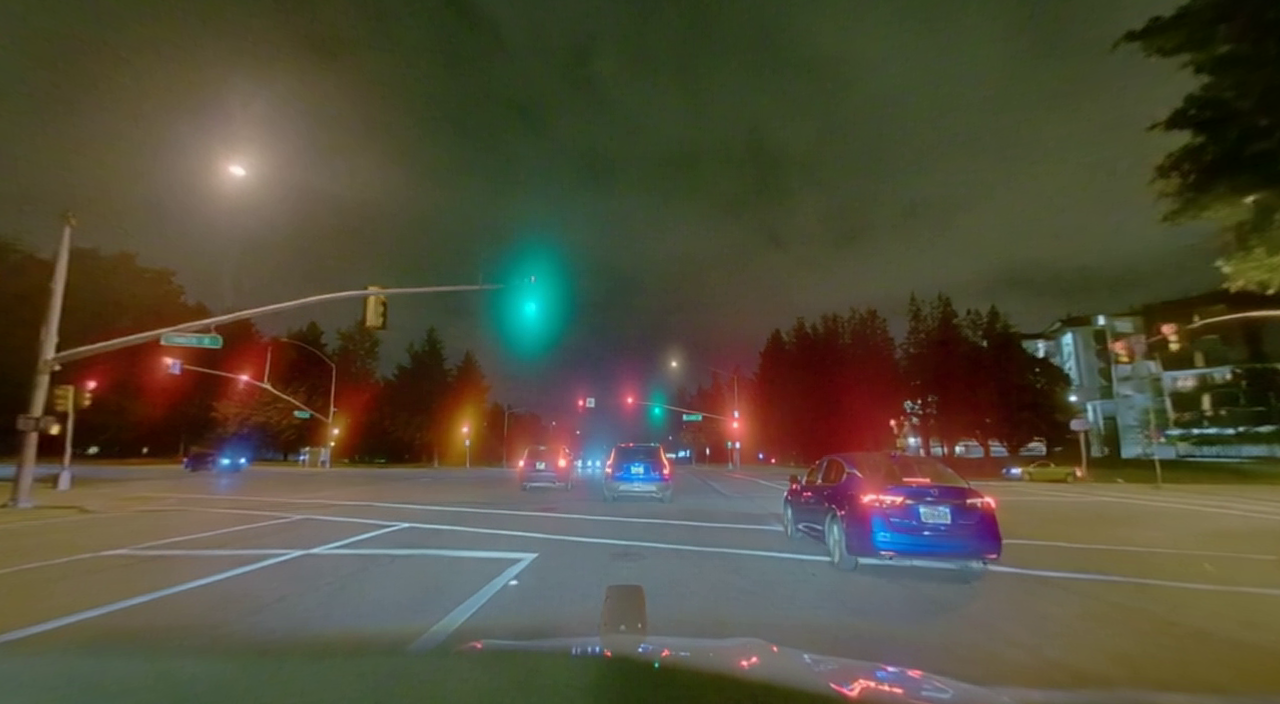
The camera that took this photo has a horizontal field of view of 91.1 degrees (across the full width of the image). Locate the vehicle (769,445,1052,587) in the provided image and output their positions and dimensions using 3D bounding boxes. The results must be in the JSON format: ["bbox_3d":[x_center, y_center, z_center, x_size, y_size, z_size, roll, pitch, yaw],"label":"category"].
[{"bbox_3d":[3.333,2.084,8.955,2.056,1.468,4.520,0,-9,0],"label":"vehicle"}]

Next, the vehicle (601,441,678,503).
[{"bbox_3d":[0.006,3.602,19.259,2.108,1.654,4.235,0,-9,0],"label":"vehicle"}]

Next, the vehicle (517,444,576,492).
[{"bbox_3d":[-3.452,4.326,23.854,1.987,1.633,4.005,1,-9,-6],"label":"vehicle"}]

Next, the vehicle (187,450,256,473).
[{"bbox_3d":[-31.335,8.150,46.974,4.422,1.605,1.955,-3,-9,20],"label":"vehicle"}]
